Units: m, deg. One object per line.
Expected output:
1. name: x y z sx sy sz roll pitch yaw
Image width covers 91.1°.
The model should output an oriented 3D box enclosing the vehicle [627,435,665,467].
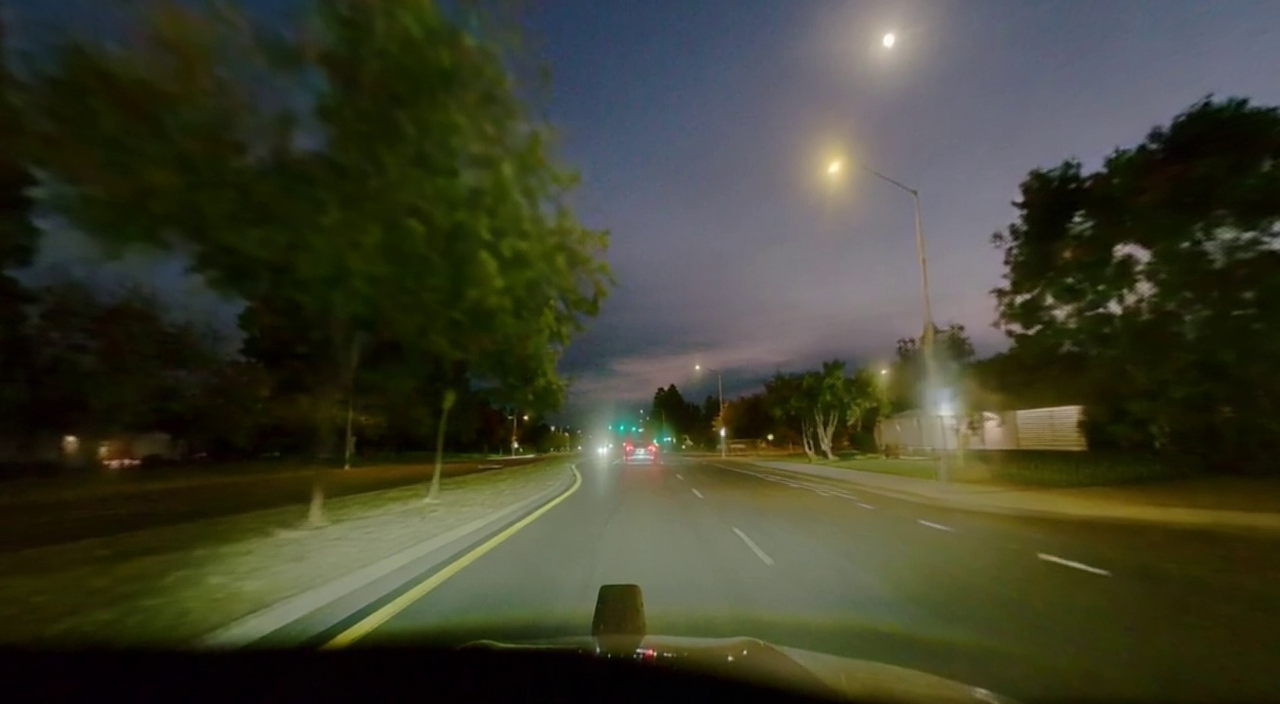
1. vehicle: 0.300 5.853 37.258 2.165 1.783 4.391 0 -8 -1
